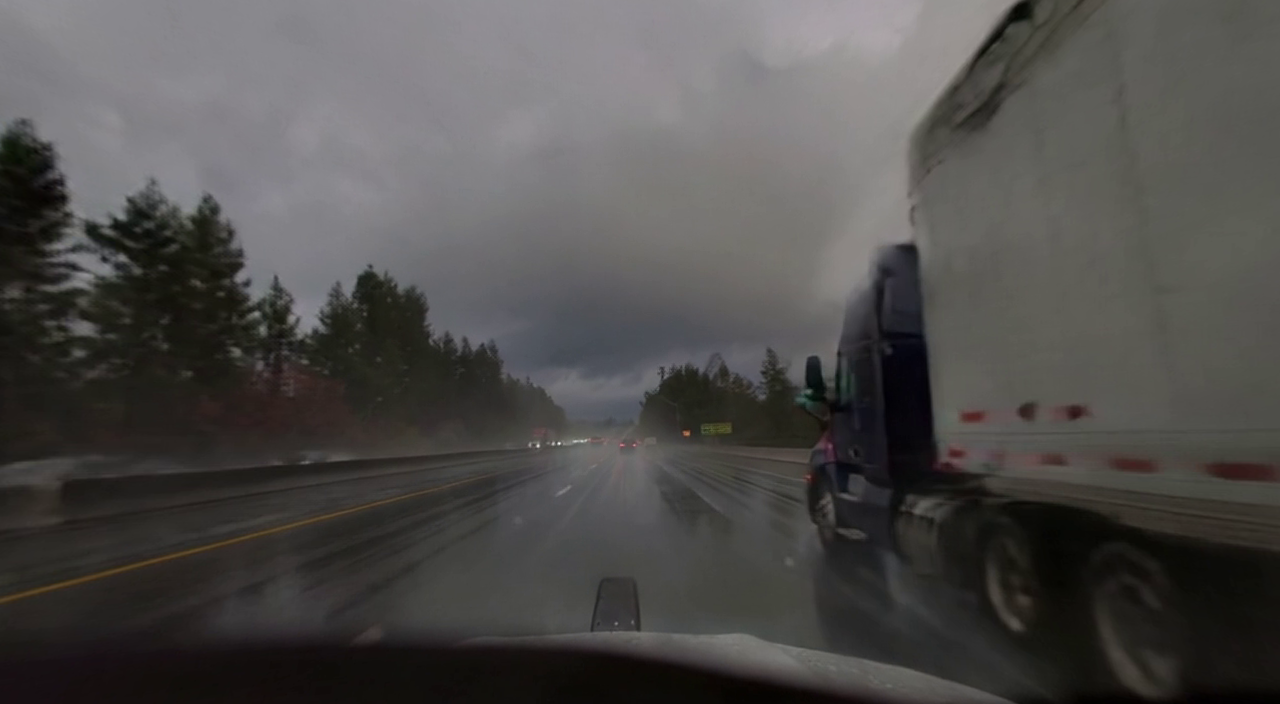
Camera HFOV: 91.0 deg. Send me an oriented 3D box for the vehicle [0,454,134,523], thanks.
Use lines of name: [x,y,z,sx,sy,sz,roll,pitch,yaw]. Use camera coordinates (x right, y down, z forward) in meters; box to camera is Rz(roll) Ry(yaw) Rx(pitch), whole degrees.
vehicle: [-15.584,3.398,15.972,1.913,1.465,4.331,0,-8,-1]

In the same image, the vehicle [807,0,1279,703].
vehicle: [3.949,0.050,5.707,3.055,4.061,6.127,-1,-8,0]

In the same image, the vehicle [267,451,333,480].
vehicle: [-20.193,6.716,37.524,1.817,1.546,3.799,-1,-8,-1]
